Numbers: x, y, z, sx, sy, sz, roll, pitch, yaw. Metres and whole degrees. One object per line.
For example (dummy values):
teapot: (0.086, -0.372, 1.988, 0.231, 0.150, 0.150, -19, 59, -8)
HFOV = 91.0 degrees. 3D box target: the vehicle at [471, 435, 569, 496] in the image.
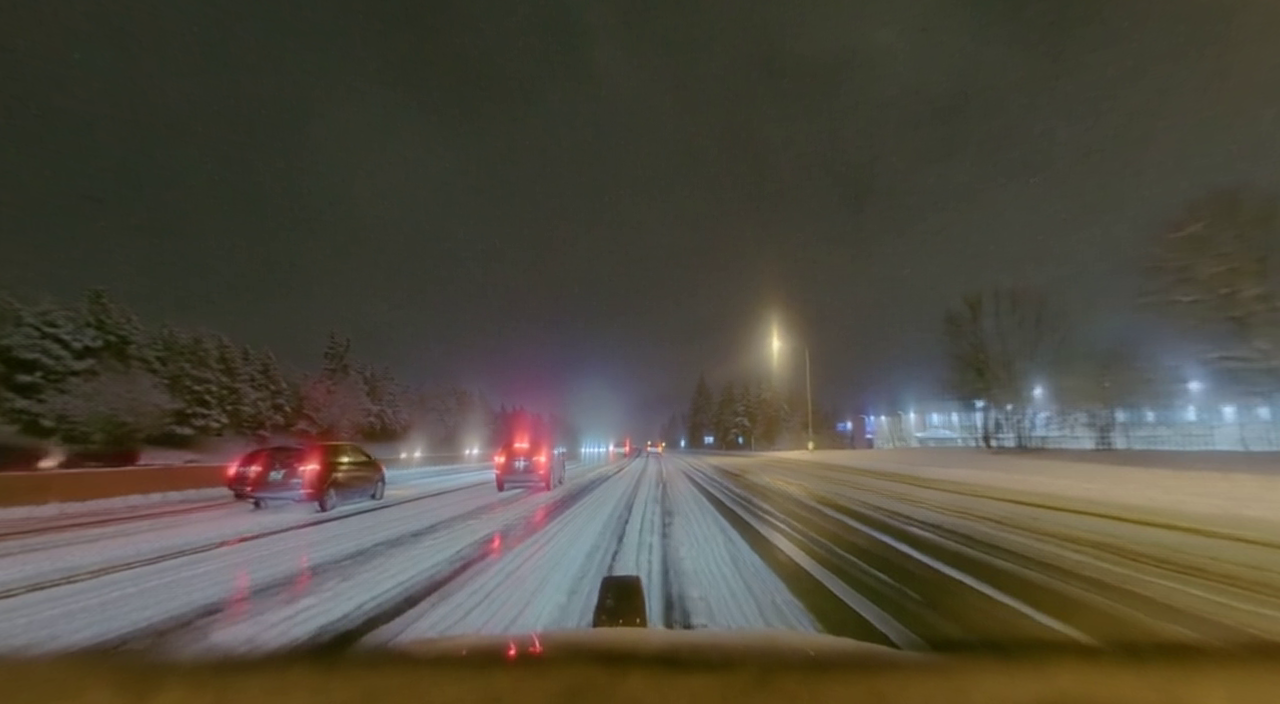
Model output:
vehicle: (-3.702, 3.600, 20.394, 2.158, 1.717, 4.375, -1, -9, 2)

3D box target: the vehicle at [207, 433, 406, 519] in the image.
vehicle: (-7.466, 2.811, 14.794, 2.071, 1.661, 4.540, -1, -9, 2)

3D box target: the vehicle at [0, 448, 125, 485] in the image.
vehicle: (-26.849, 5.275, 29.388, 1.861, 1.565, 4.332, -1, -9, 1)
